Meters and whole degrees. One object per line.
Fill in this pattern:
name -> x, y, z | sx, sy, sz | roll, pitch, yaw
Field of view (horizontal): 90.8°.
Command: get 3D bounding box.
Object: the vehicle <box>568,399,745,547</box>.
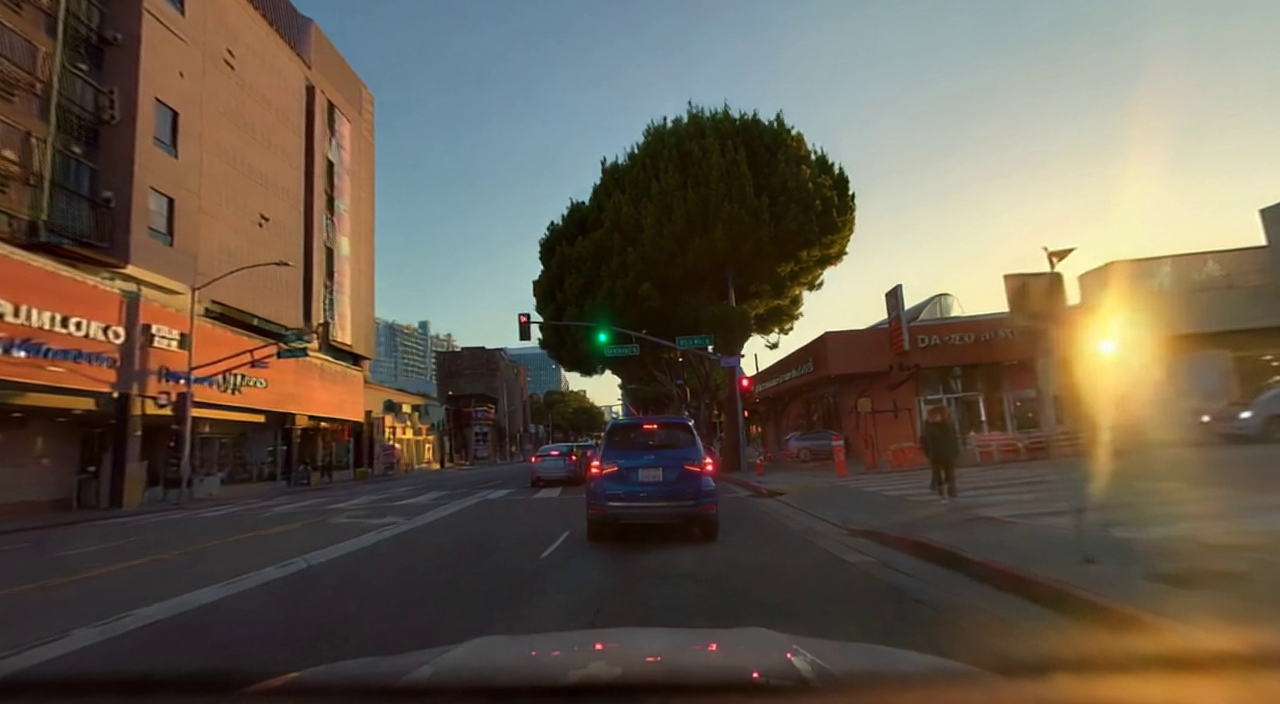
vehicle -> 0.198, 1.967, 10.883 | 2.352, 1.953, 4.796 | 0, -8, -1

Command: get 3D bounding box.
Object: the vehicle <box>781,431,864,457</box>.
vehicle -> 10.825, 5.492, 37.738 | 4.426, 1.490, 1.862 | -1, -8, 3

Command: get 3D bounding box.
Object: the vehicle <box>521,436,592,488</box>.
vehicle -> -2.930, 3.950, 23.100 | 2.023, 1.702, 4.152 | 0, -8, 0
